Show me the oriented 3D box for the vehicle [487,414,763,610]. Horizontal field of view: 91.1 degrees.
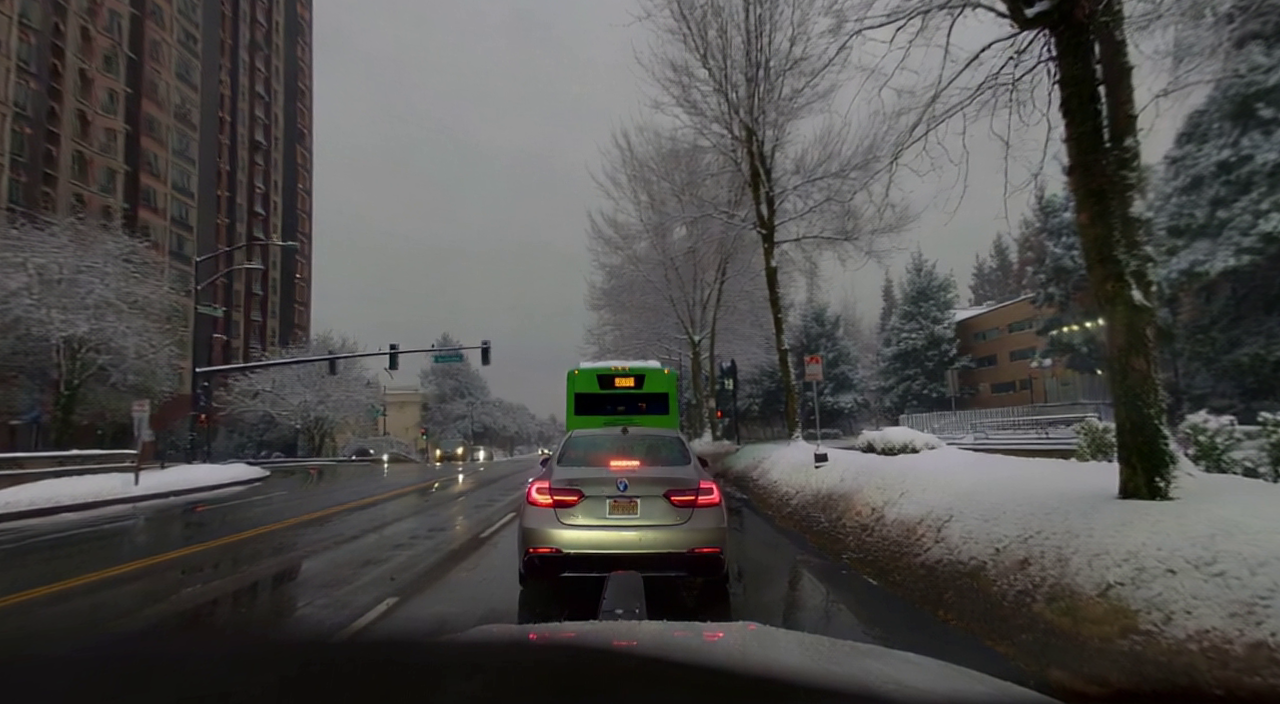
[{"bbox_3d":[-0.154,1.461,6.743,2.064,1.452,3.942,0,-8,-1],"label":"vehicle"}]
